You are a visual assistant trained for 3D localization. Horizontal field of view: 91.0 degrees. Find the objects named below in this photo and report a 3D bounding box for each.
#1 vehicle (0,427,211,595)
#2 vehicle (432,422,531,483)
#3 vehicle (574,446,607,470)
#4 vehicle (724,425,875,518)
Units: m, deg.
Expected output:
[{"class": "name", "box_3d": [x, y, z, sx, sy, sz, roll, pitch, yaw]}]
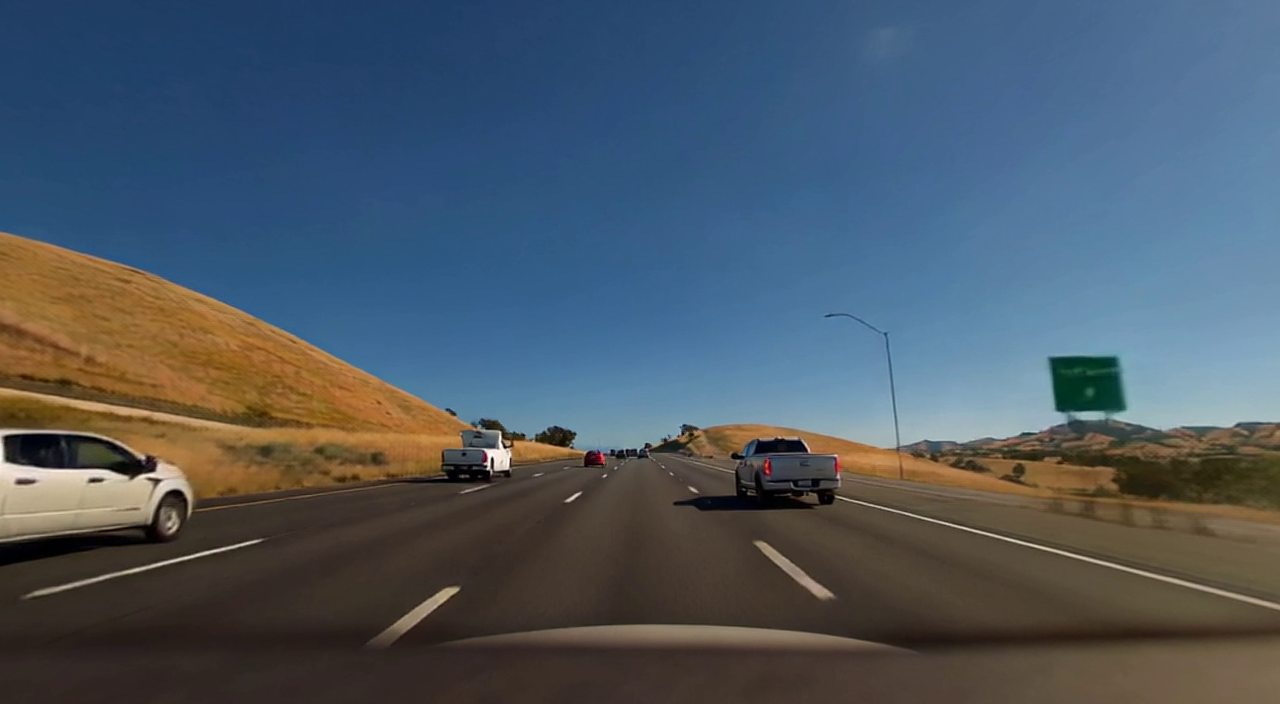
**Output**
[{"class": "vehicle", "box_3d": [-6.941, 1.543, 6.252, 1.935, 1.550, 4.883, 0, -9, 0]}, {"class": "vehicle", "box_3d": [-7.207, 4.740, 29.798, 2.937, 2.509, 7.090, 0, -9, -1]}, {"class": "vehicle", "box_3d": [-3.414, 7.385, 44.189, 2.009, 1.593, 4.378, 0, -9, -1]}, {"class": "vehicle", "box_3d": [3.422, 2.690, 14.659, 2.231, 1.789, 4.700, 0, -9, 0]}]
